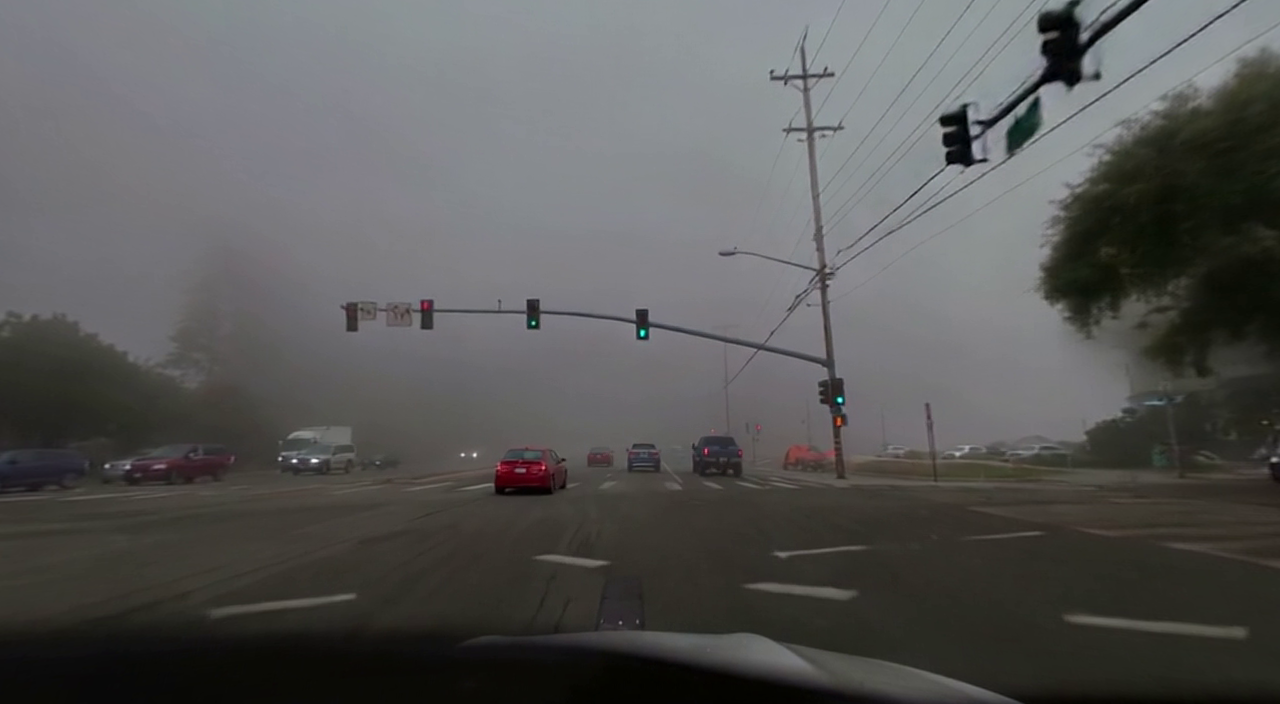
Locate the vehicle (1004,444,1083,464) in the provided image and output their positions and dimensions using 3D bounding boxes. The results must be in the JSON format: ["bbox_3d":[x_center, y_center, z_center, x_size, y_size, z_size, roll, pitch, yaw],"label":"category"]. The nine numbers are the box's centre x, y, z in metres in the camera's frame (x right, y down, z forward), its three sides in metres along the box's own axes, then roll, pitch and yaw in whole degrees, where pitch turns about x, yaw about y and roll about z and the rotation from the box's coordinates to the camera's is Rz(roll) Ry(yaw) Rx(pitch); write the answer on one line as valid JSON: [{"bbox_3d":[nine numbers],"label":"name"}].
[{"bbox_3d":[30.788,7.749,48.329,1.868,1.447,4.690,5,-10,-28],"label":"vehicle"}]

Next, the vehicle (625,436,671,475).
[{"bbox_3d":[0.508,6.293,38.636,2.643,2.145,5.585,0,-9,1],"label":"vehicle"}]

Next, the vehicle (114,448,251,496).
[{"bbox_3d":[-18.058,4.714,25.279,1.958,1.683,4.559,0,-9,2],"label":"vehicle"}]

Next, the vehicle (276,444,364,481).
[{"bbox_3d":[-17.517,6.038,34.928,2.000,1.894,5.301,0,-9,1],"label":"vehicle"}]

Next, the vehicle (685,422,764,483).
[{"bbox_3d":[3.956,4.925,31.224,2.905,2.636,6.895,0,-9,0],"label":"vehicle"}]

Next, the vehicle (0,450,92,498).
[{"bbox_3d":[-24.550,4.743,24.444,2.224,1.759,4.994,-4,-9,0],"label":"vehicle"}]

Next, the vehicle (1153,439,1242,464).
[{"bbox_3d":[34.615,6.181,39.347,1.658,1.506,3.747,2,-9,-12],"label":"vehicle"}]

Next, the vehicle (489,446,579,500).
[{"bbox_3d":[-3.201,3.736,20.009,1.939,1.494,4.499,0,-9,2],"label":"vehicle"}]

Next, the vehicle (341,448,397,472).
[{"bbox_3d":[-20.553,8.216,48.161,2.129,1.668,4.614,-1,-9,1],"label":"vehicle"}]

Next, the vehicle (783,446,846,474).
[{"bbox_3d":[10.835,6.735,39.556,2.010,1.633,4.246,2,-9,-13],"label":"vehicle"}]
